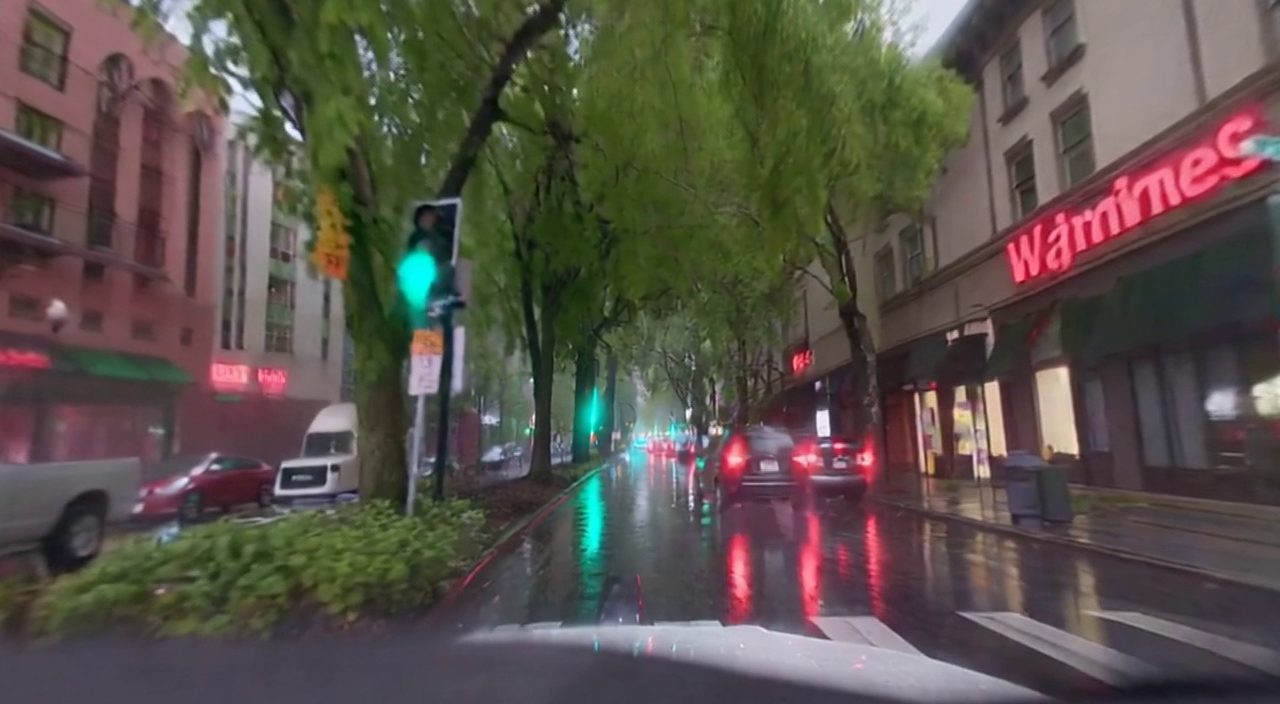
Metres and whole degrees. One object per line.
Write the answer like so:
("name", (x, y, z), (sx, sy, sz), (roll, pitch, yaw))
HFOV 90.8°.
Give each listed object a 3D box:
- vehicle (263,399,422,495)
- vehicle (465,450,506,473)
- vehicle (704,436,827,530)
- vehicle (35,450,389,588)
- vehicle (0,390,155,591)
("vehicle", (-11.165, 3.944, 24.688), (2.874, 3.047, 6.719), (-3, -13, 0))
("vehicle", (-11.431, 8.135, 46.987), (1.943, 1.556, 4.497), (0, -8, 0))
("vehicle", (2.398, 2.554, 12.786), (1.822, 1.654, 2.794), (0, -8, -2))
("vehicle", (-5.598, 2.185, 9.238), (1.983, 1.438, 4.559), (0, -8, 0))
("vehicle", (-8.698, 1.517, 6.658), (2.489, 2.323, 5.843), (0, -8, 0))
